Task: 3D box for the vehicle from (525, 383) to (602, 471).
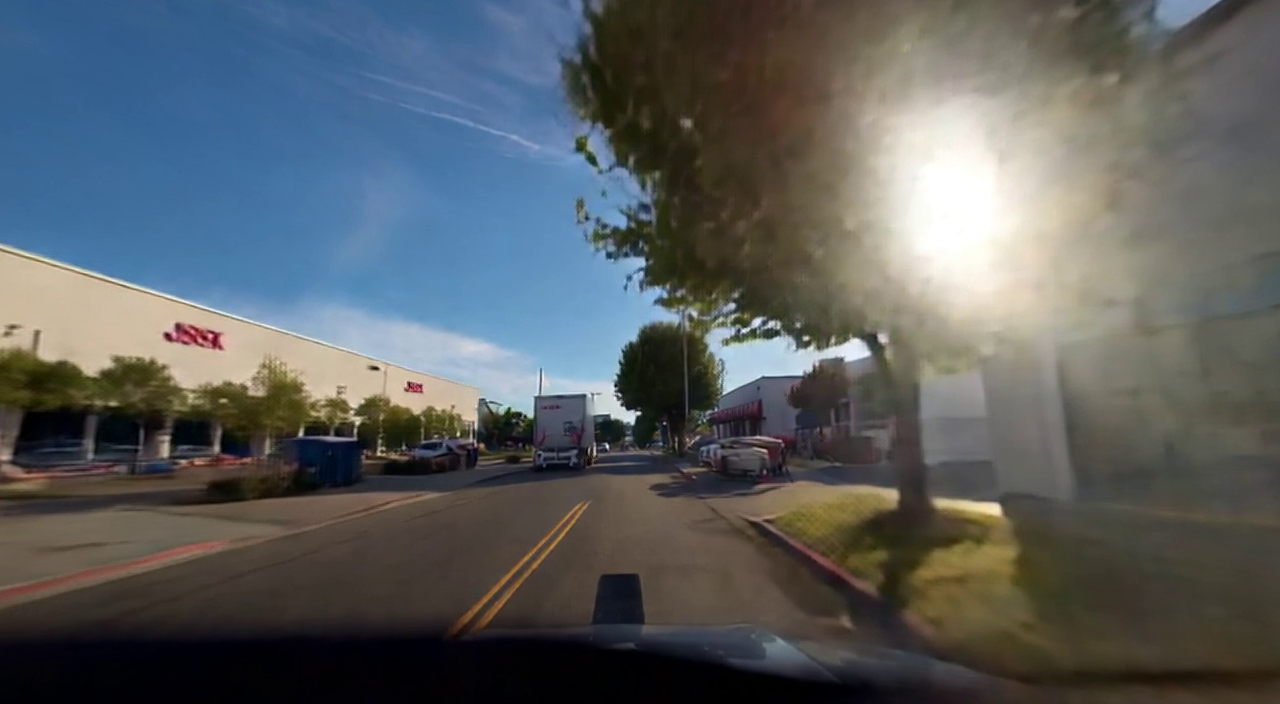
[{"bbox_3d":[-4.561,5.047,41.611,2.976,4.754,15.127,0,-7,1],"label":"vehicle"}]
